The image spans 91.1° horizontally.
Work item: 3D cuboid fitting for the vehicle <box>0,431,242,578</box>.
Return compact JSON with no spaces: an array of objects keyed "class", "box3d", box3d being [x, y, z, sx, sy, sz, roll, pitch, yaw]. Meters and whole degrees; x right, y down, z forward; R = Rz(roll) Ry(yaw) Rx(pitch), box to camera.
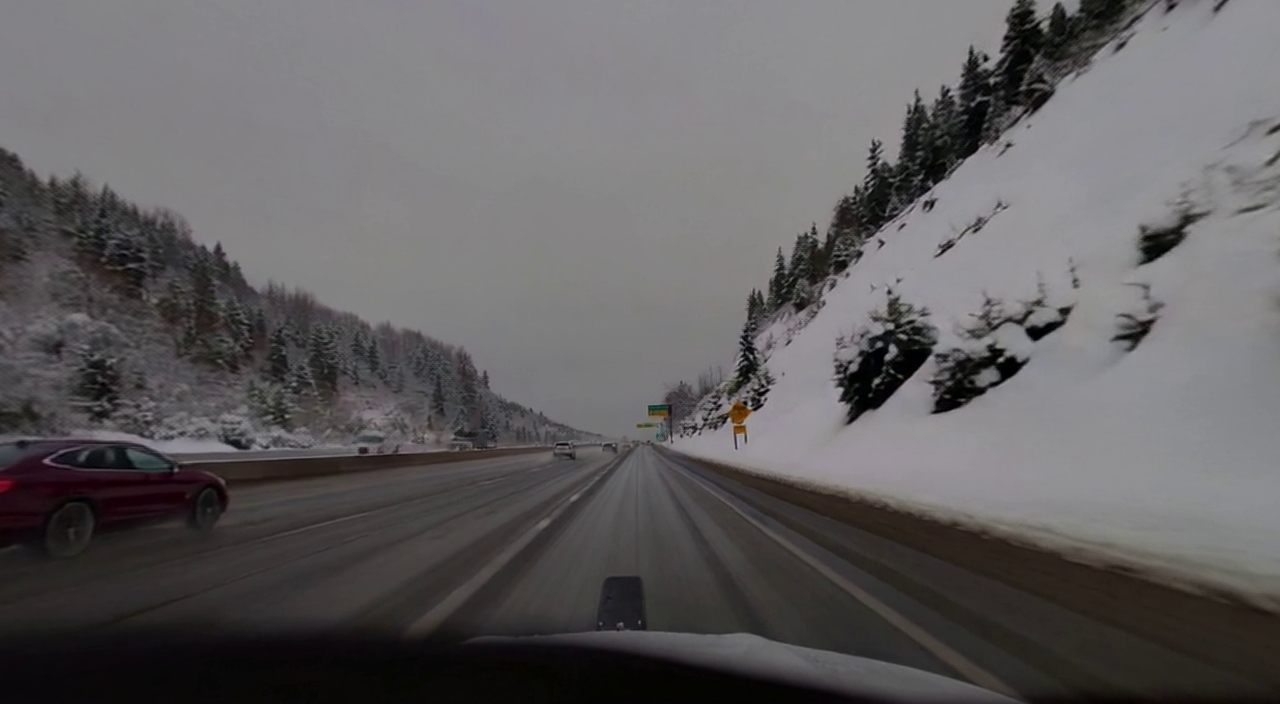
[{"class":"vehicle","box3d":[-7.433,1.754,7.770,1.949,1.465,4.563,0,-8,1]}]
